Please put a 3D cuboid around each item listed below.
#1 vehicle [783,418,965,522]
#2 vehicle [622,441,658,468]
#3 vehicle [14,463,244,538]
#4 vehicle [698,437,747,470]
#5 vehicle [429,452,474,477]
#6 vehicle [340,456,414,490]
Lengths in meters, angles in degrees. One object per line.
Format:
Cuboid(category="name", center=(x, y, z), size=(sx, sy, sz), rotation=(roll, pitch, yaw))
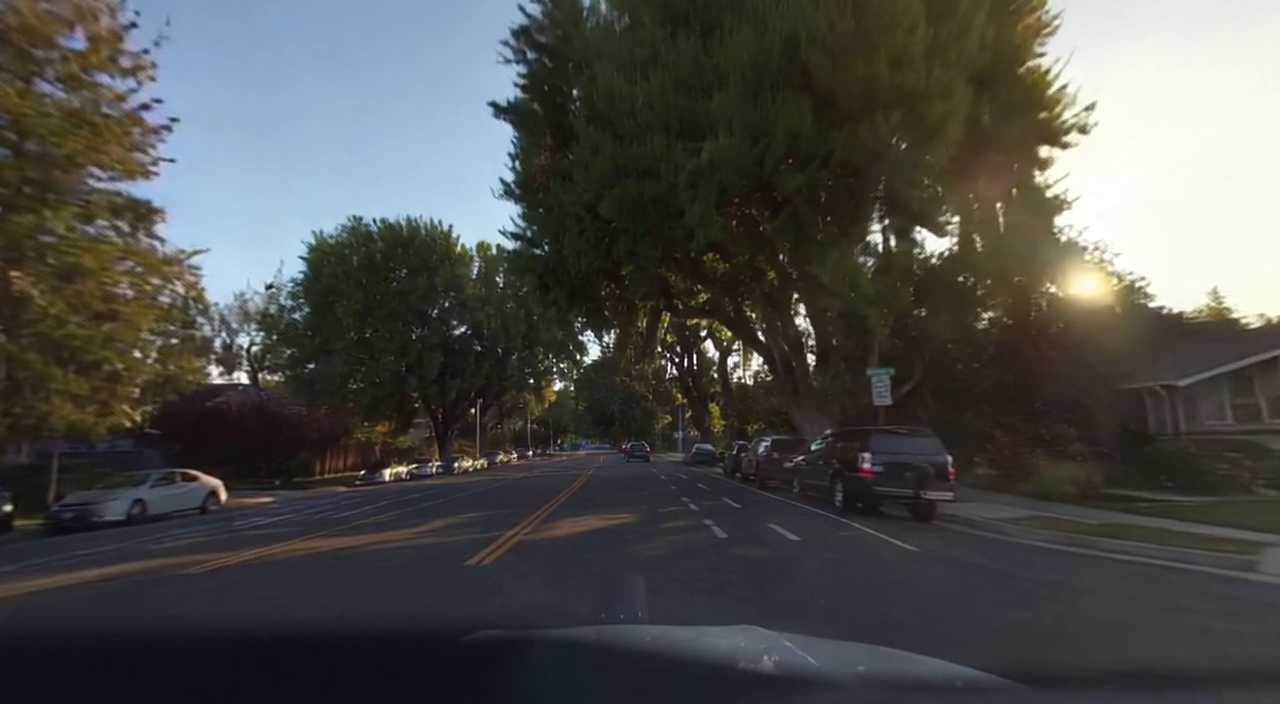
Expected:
Cuboid(category="vehicle", center=(5.126, 2.630, 14.776), size=(2.195, 2.000, 4.789), rotation=(0, -8, -3))
Cuboid(category="vehicle", center=(-0.050, 6.163, 38.105), size=(2.022, 1.471, 3.973), rotation=(0, -9, -2))
Cuboid(category="vehicle", center=(-12.592, 3.639, 16.093), size=(1.835, 1.488, 4.696), rotation=(0, -9, 2))
Cuboid(category="vehicle", center=(4.575, 5.741, 35.878), size=(2.061, 1.742, 4.603), rotation=(0, -9, -1))
Cuboid(category="vehicle", center=(-12.778, 7.636, 43.081), size=(1.882, 1.507, 4.638), rotation=(0, -9, -3))
Cuboid(category="vehicle", center=(-12.755, 5.883, 30.988), size=(1.819, 1.443, 4.273), rotation=(0, -9, 0))
